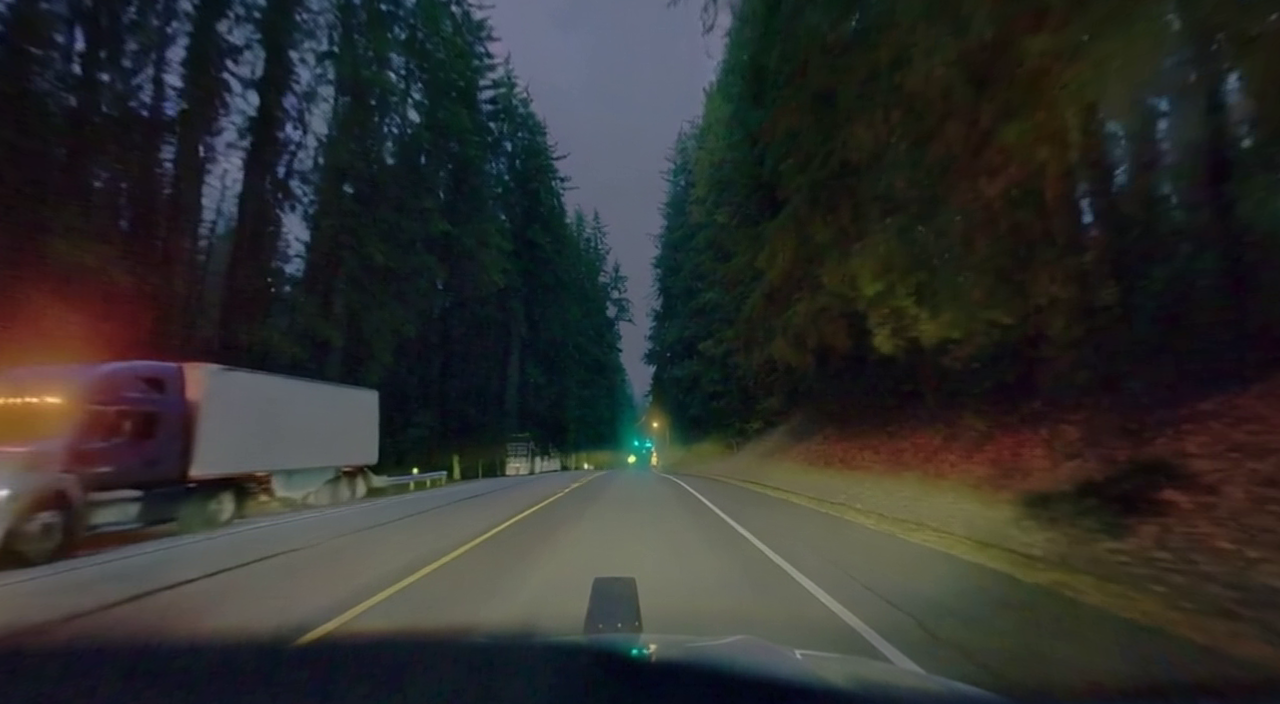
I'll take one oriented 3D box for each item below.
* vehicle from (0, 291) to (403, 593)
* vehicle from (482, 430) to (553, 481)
[{"bbox_3d":[-8.093,1.614,12.157,2.905,3.359,10.168,0,-7,1],"label":"vehicle"},{"bbox_3d":[-7.986,6.877,42.380,2.781,3.039,8.581,0,-8,2],"label":"vehicle"}]
